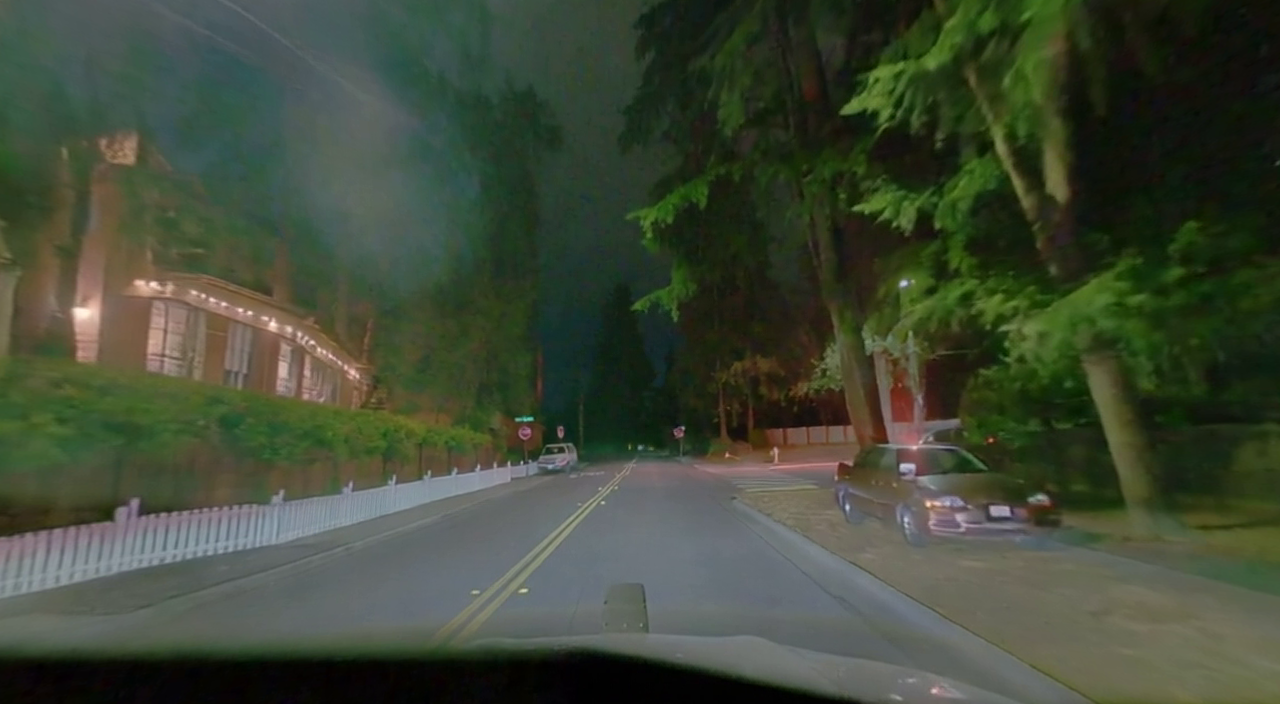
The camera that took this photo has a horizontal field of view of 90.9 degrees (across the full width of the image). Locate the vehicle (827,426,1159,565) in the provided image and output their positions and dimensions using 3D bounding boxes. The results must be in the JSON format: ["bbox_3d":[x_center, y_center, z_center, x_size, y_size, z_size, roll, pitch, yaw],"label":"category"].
[{"bbox_3d":[4.624,1.954,9.486,2.109,1.500,5.070,0,-9,1],"label":"vehicle"}]

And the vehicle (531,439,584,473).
[{"bbox_3d":[-5.231,6.651,40.805,2.308,1.899,6.107,-1,-8,3],"label":"vehicle"}]

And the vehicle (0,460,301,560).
[{"bbox_3d":[-8.621,2.723,11.194,4.063,1.483,1.939,-1,-8,-1],"label":"vehicle"}]
